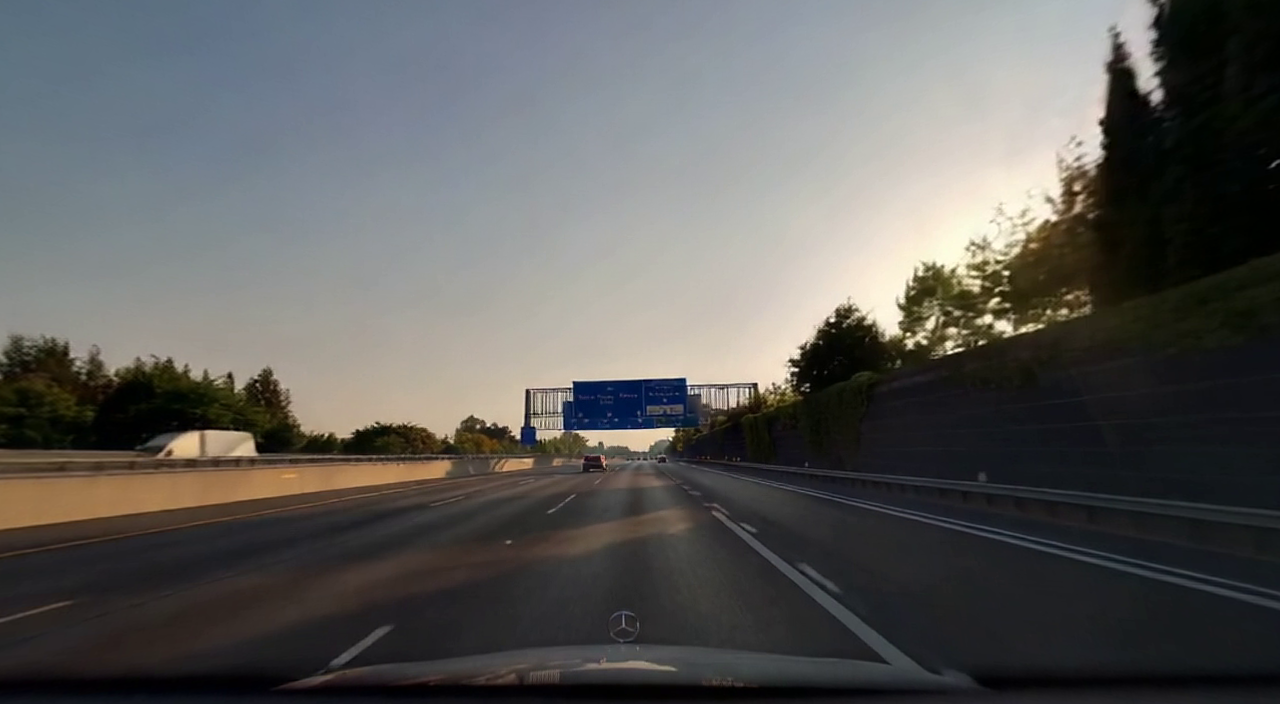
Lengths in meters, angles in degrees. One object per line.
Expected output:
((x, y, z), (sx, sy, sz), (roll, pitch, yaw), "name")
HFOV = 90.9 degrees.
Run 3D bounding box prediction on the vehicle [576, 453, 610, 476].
((-3.284, 7.892, 44.557), (2.041, 1.512, 3.996), (0, -9, 1), "vehicle")
